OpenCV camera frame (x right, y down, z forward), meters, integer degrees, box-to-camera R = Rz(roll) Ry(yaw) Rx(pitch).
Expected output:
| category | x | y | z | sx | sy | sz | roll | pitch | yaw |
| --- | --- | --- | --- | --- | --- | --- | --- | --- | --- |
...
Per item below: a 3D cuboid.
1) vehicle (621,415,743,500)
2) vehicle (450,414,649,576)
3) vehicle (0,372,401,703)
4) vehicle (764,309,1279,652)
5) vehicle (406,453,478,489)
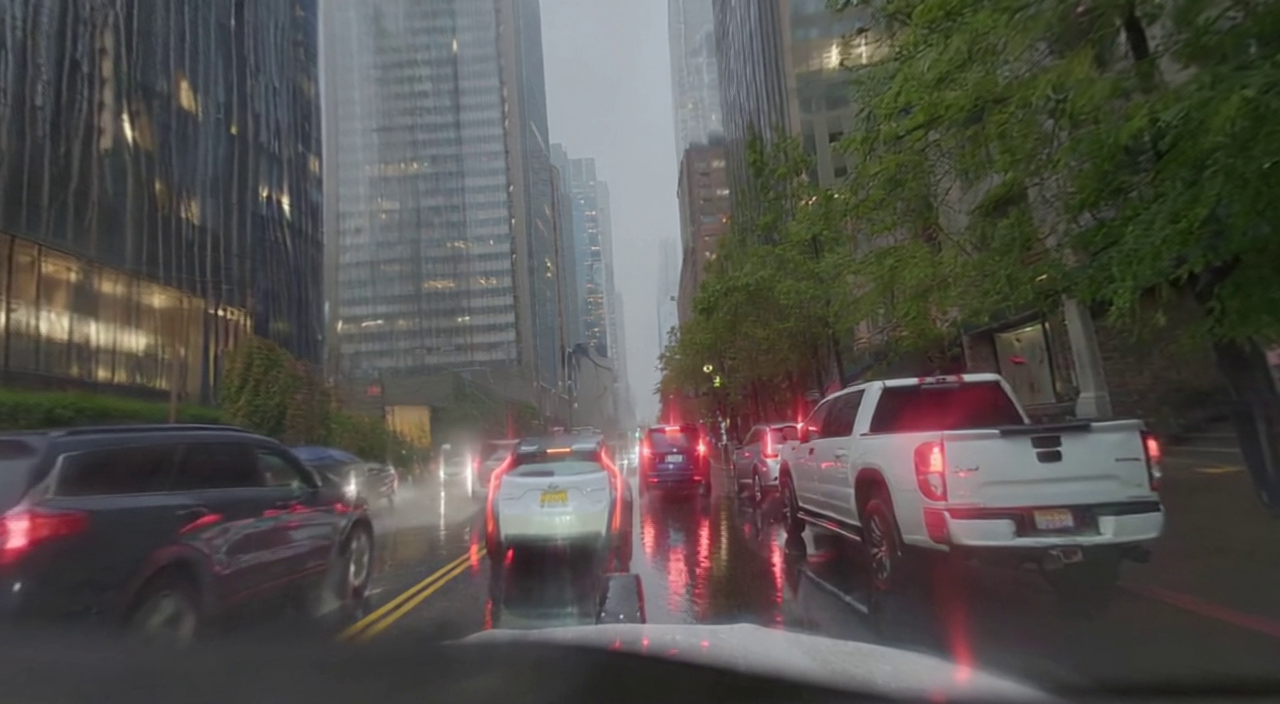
| category | x | y | z | sx | sy | sz | roll | pitch | yaw |
| --- | --- | --- | --- | --- | --- | --- | --- | --- | --- |
| vehicle | 1.329 | 2.830 | 17.278 | 2.352 | 1.953 | 4.798 | -3 | -9 | 16 |
| vehicle | -0.932 | 1.791 | 8.668 | 2.076 | 1.667 | 3.948 | -1 | -8 | 1 |
| vehicle | -3.833 | 1.338 | 5.057 | 2.000 | 1.818 | 4.668 | 0 | -8 | 0 |
| vehicle | 2.994 | 1.132 | 6.517 | 2.225 | 2.070 | 5.264 | 0 | -8 | -1 |
| vehicle | -9.416 | 5.688 | 30.516 | 1.976 | 1.475 | 4.684 | -1 | -8 | 0 |
